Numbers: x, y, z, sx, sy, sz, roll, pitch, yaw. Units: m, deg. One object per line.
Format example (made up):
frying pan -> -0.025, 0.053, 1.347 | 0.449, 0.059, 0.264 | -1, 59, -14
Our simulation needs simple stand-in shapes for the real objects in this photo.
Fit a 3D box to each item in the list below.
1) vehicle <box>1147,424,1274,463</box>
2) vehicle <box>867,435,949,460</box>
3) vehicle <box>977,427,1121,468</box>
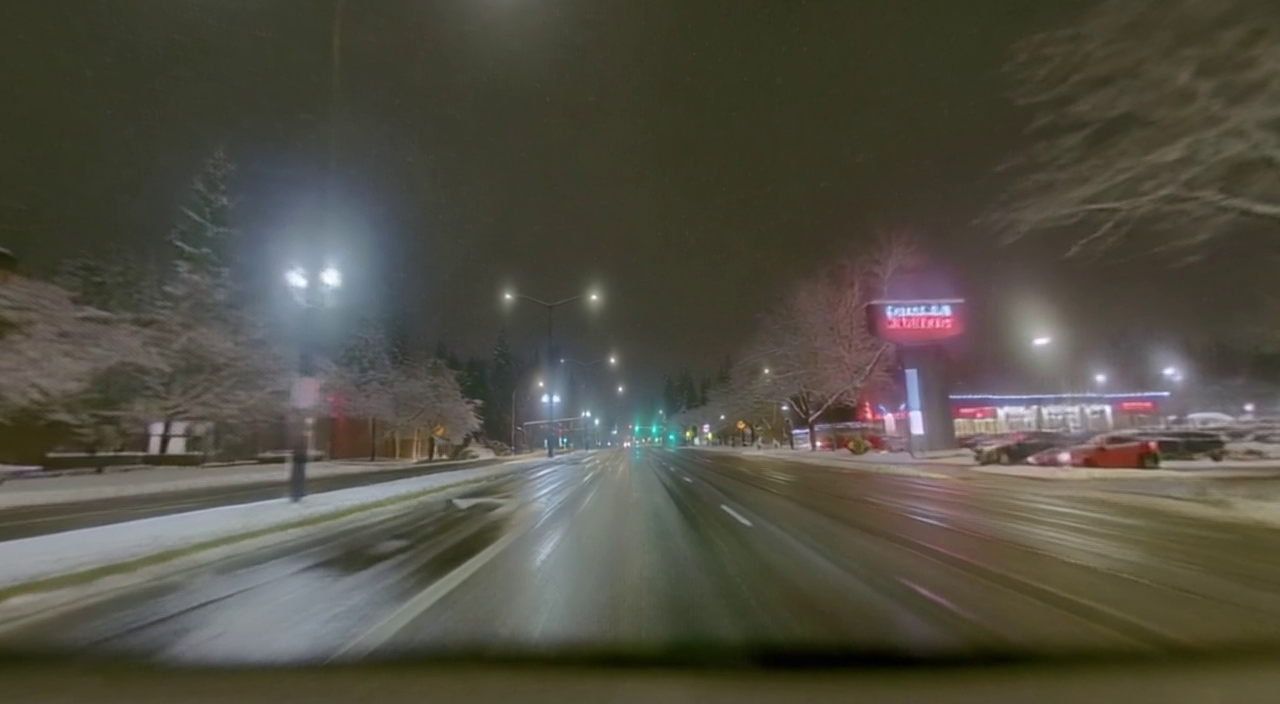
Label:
vehicle -> 28.041, 4.538, 31.318 | 1.931, 1.784, 4.813 | 0, -8, 2
vehicle -> 17.088, 6.082, 40.364 | 4.324, 1.536, 1.947 | 0, -8, -1
vehicle -> 17.979, 4.218, 27.943 | 4.935, 1.753, 1.958 | 0, -8, 1
